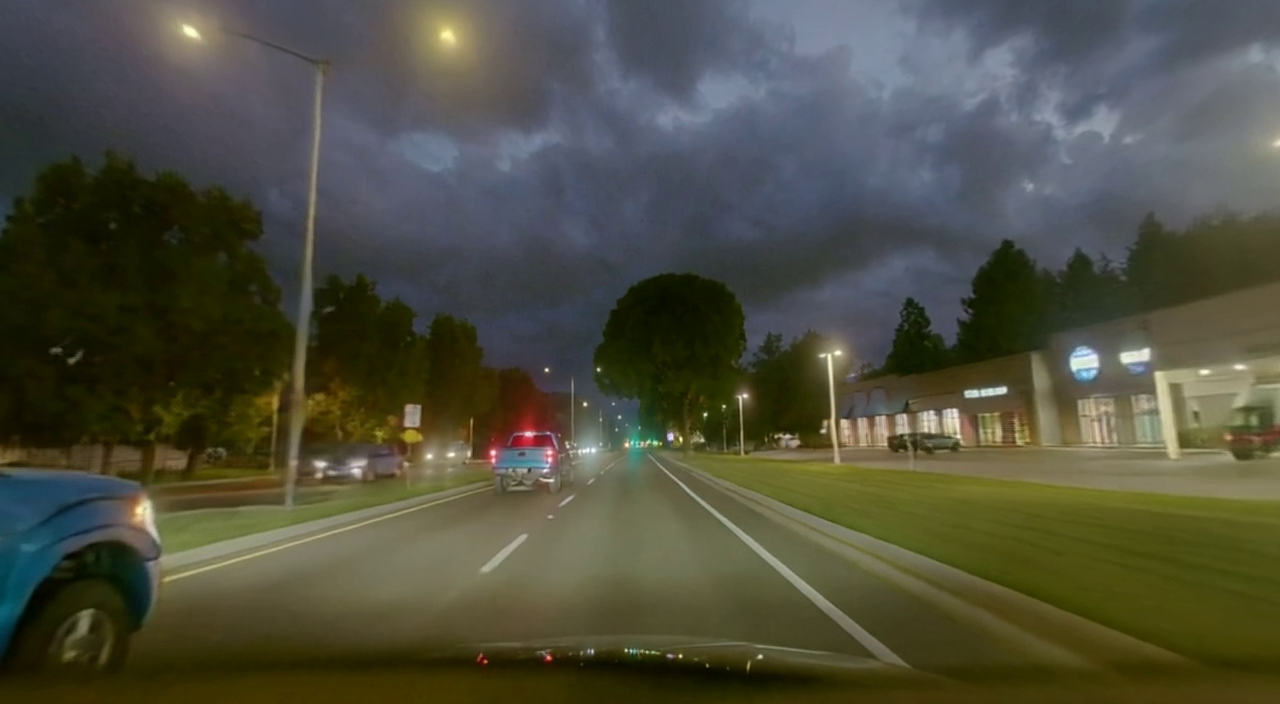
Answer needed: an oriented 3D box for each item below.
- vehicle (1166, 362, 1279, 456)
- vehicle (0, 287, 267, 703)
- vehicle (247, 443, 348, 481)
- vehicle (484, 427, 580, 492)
[{"bbox_3d":[26.065,1.881,22.078,2.948,3.576,13.937,0,-8,-2],"label":"vehicle"},{"bbox_3d":[-3.200,0.513,0.764,2.277,1.801,5.250,0,-8,0],"label":"vehicle"},{"bbox_3d":[-14.830,4.768,27.573,2.047,1.489,4.216,0,-8,0],"label":"vehicle"},{"bbox_3d":[-3.275,3.417,20.323,2.065,1.790,5.417,0,-8,1],"label":"vehicle"}]
